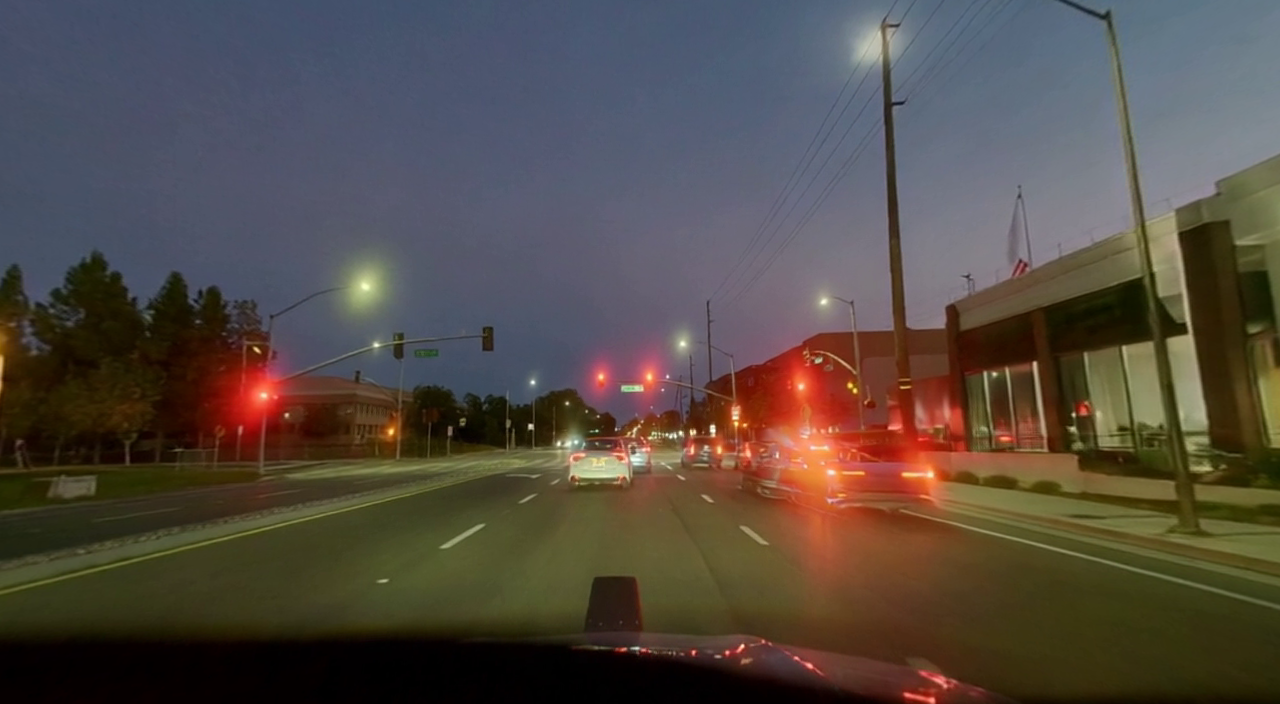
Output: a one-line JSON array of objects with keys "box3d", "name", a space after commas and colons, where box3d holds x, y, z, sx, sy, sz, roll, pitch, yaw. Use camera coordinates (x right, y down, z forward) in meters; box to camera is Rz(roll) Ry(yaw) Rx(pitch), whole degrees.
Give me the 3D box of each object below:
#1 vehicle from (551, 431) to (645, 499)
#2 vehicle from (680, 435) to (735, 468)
[{"box3d": [-0.960, 2.807, 16.026, 2.075, 1.470, 3.962, 0, -8, -1], "name": "vehicle"}, {"box3d": [3.181, 4.776, 30.443, 1.945, 1.470, 4.363, 0, -8, -3], "name": "vehicle"}]
